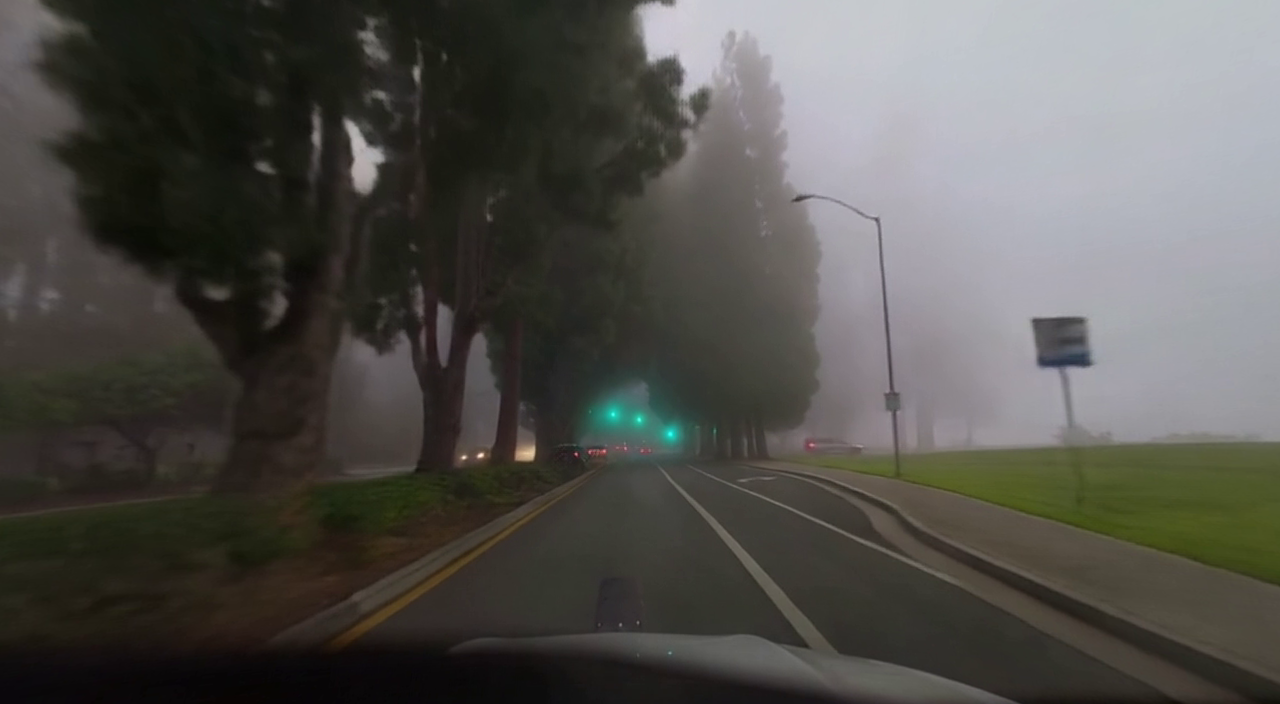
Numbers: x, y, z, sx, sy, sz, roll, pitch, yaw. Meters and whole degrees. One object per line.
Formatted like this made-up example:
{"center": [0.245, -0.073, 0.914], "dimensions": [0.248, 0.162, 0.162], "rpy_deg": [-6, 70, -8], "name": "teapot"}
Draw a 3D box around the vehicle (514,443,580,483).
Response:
{"center": [-3.603, 4.357, 25.201], "dimensions": [1.932, 1.431, 4.144], "rpy_deg": [0, -9, 1], "name": "vehicle"}
